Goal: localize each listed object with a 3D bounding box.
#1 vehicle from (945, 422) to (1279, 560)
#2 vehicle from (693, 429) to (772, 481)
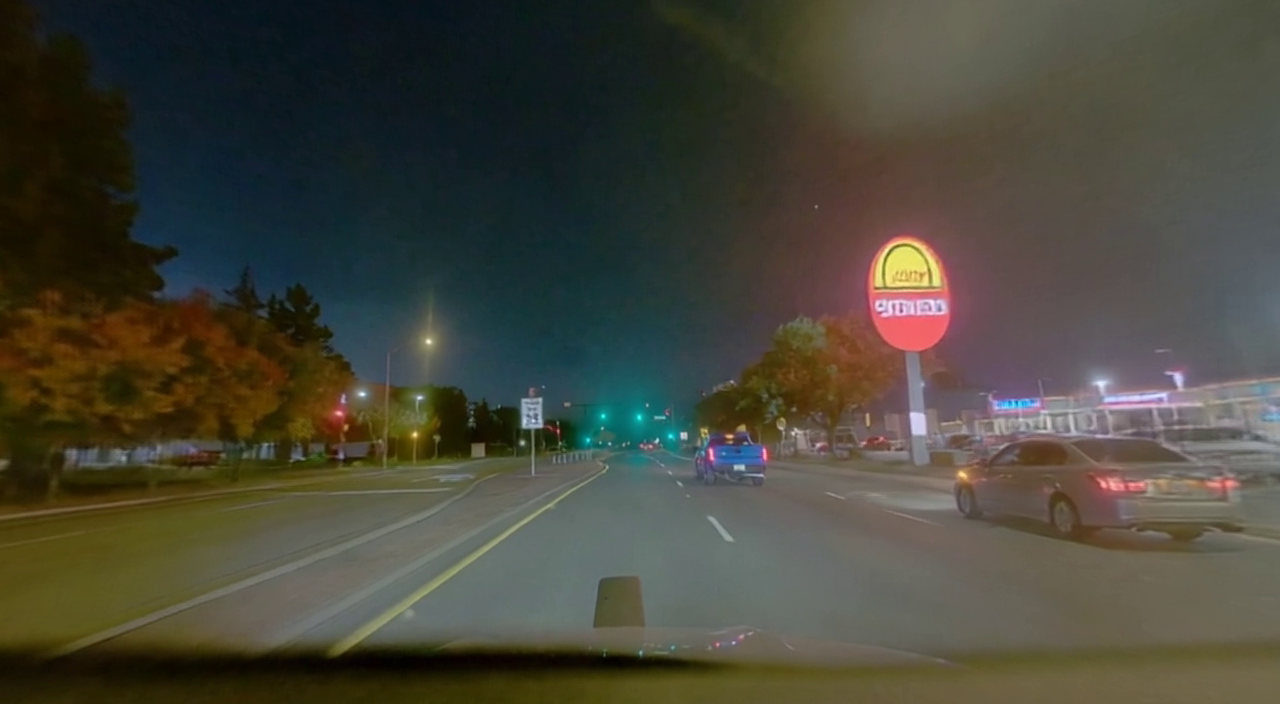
[{"bbox_3d":[6.497,1.836,9.085,1.986,1.480,4.296,0,-8,-1],"label":"vehicle"},{"bbox_3d":[3.347,3.871,23.963,2.214,1.749,4.998,0,-8,0],"label":"vehicle"}]
